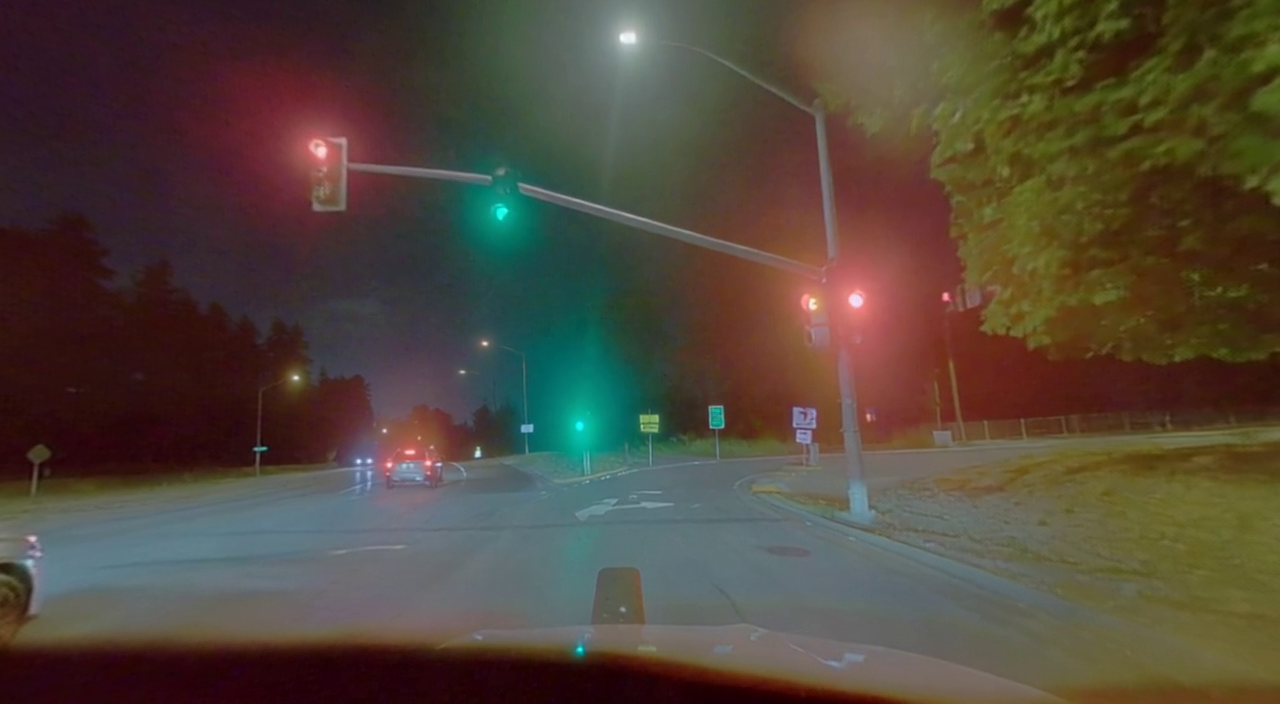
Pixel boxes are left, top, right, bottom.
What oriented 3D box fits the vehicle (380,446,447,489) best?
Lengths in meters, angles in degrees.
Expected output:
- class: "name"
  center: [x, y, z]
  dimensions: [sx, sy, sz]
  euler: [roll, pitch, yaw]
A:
- class: "vehicle"
  center: [-9.866, 5.006, 27.873]
  dimensions: [2.134, 1.707, 4.471]
  euler: [2, -9, -12]
